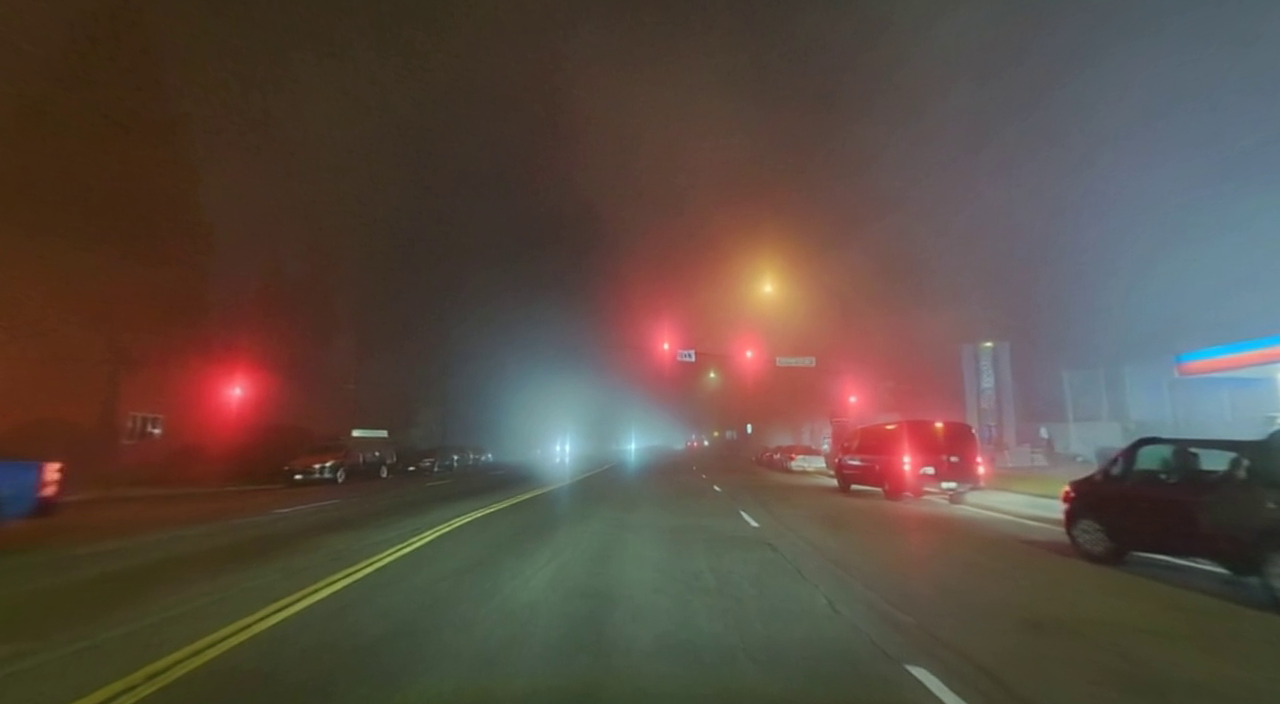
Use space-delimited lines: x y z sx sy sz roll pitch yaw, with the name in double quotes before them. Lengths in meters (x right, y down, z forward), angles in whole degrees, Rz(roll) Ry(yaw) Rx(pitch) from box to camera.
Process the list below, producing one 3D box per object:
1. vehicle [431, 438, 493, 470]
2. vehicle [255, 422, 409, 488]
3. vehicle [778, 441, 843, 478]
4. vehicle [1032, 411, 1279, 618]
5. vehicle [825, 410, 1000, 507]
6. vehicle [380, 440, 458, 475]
"vehicle" -9.807 5.644 35.251 1.954 1.652 4.440 -1 -9 3
"vehicle" -10.422 3.566 22.098 2.214 1.994 5.721 -1 -9 3
"vehicle" 7.175 4.548 27.016 1.738 1.436 4.232 0 -9 2
"vehicle" 6.384 1.476 6.054 1.995 1.720 5.067 0 -9 0
"vehicle" 6.822 2.775 16.831 2.181 2.103 6.044 -1 -9 3
"vehicle" -10.058 4.819 29.136 1.785 1.478 4.329 -1 -9 4
